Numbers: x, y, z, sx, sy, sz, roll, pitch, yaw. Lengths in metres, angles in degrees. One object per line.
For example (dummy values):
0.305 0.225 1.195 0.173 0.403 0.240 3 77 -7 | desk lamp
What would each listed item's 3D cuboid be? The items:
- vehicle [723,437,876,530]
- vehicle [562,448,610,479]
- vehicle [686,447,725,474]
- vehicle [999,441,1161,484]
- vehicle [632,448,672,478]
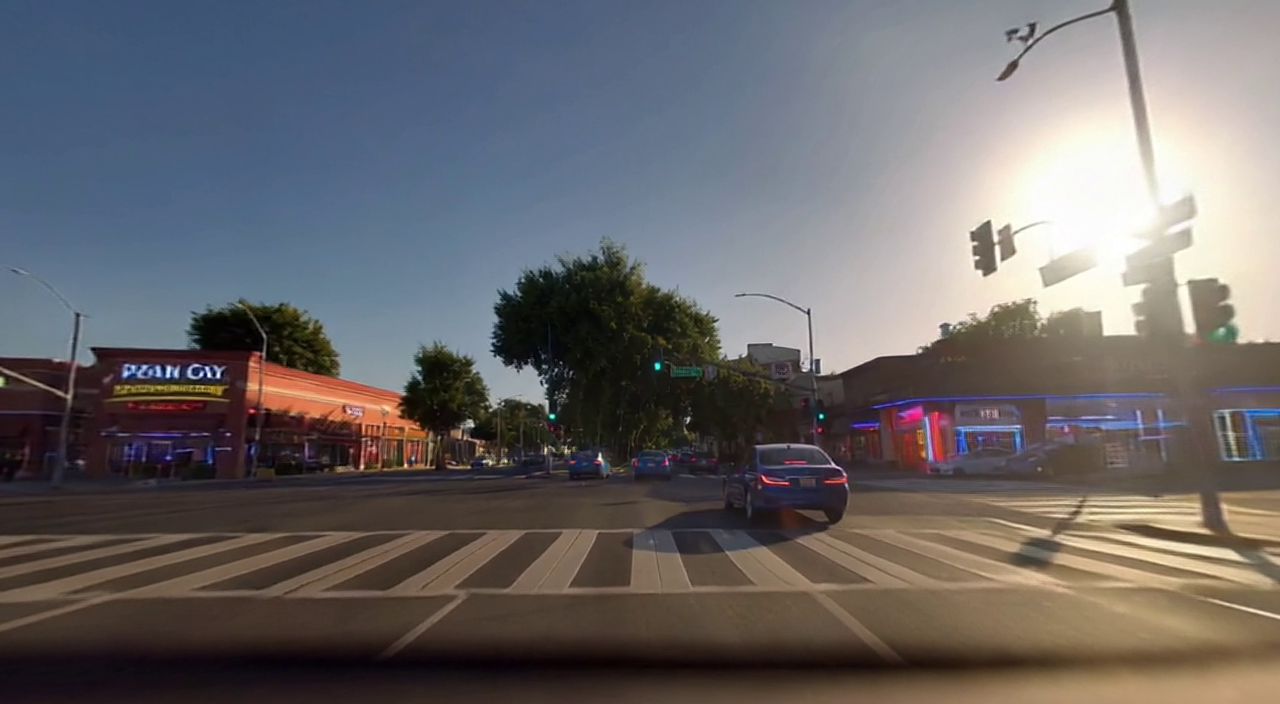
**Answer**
2.945 2.500 12.654 1.946 1.513 4.133 0 -8 0 | vehicle
-2.766 5.827 33.175 2.040 1.471 4.211 -1 -8 2 | vehicle
3.966 6.618 38.674 1.931 1.552 4.125 0 -8 0 | vehicle
15.726 3.939 22.697 4.481 1.427 1.830 0 -8 -1 | vehicle
0.629 6.009 34.381 2.070 1.460 4.118 0 -8 0 | vehicle
